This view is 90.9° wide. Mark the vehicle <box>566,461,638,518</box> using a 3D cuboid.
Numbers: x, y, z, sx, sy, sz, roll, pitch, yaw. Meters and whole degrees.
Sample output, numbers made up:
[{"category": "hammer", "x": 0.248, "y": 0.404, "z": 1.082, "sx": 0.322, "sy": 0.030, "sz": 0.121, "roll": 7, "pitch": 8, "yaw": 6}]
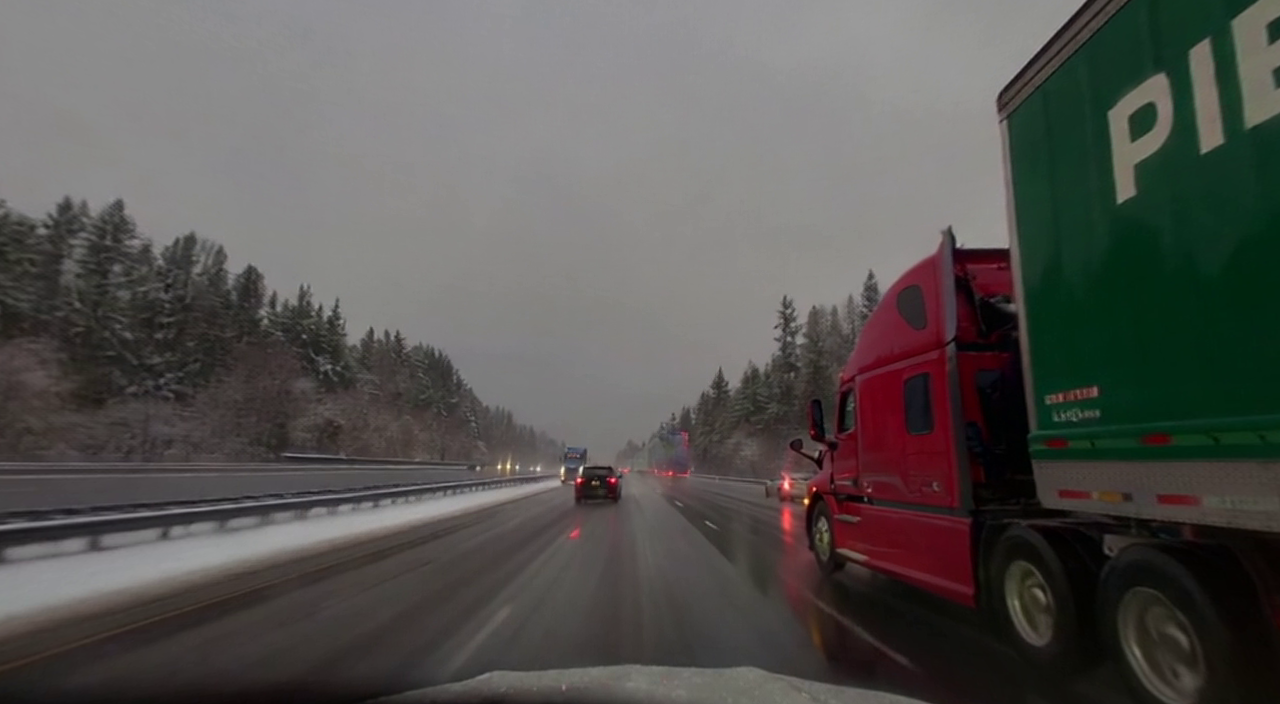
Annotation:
[{"category": "vehicle", "x": -1.120, "y": 4.372, "z": 20.421, "sx": 2.010, "sy": 1.580, "sz": 4.949, "roll": 1, "pitch": -10, "yaw": -1}]

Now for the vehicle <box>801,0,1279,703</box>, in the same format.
[{"category": "vehicle", "x": 3.970, "y": -0.041, "z": 2.322, "sx": 2.856, "sy": 4.040, "sz": 14.009, "roll": 1, "pitch": -10, "yaw": -1}]
